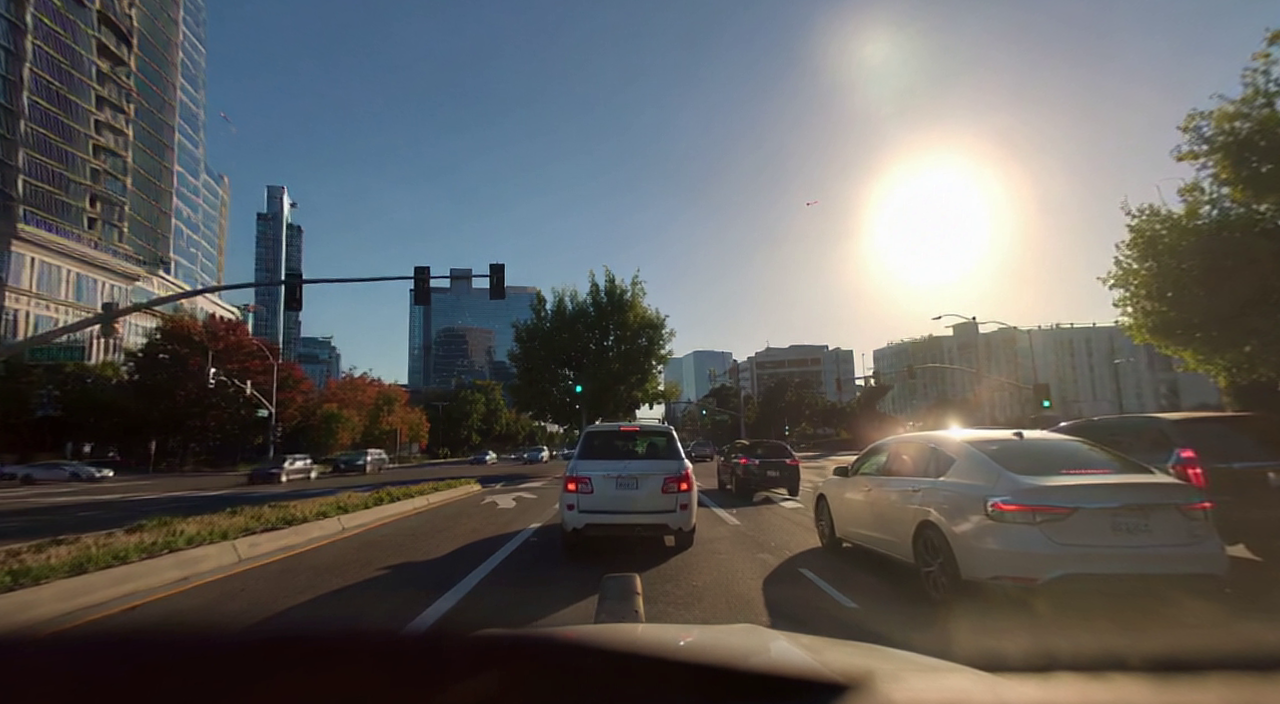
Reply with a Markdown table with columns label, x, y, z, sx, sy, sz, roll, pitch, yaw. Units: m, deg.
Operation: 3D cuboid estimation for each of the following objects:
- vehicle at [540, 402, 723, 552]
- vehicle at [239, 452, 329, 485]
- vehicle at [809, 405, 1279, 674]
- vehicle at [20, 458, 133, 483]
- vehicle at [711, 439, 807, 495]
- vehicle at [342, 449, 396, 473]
| label | x | y | z | sx | sy | sz | roll | pitch | yaw |
| --- | --- | --- | --- | --- | --- | --- | --- | --- | --- |
| vehicle | -0.148 | 1.853 | 9.984 | 2.236 | 1.827 | 4.316 | 0 | -8 | -1 |
| vehicle | -17.447 | 5.707 | 31.250 | 1.836 | 1.468 | 4.449 | 0 | -9 | 0 |
| vehicle | 3.379 | 1.455 | 6.170 | 2.034 | 1.558 | 4.774 | 0 | -8 | -1 |
| vehicle | -35.084 | 7.366 | 39.468 | 4.845 | 1.442 | 1.880 | 2 | -9 | -13 |
| vehicle | 3.503 | 3.466 | 19.466 | 2.004 | 1.523 | 4.263 | 0 | -9 | -2 |
| vehicle | -20.935 | 8.408 | 49.075 | 2.138 | 1.708 | 4.589 | -1 | -9 | 1 |
